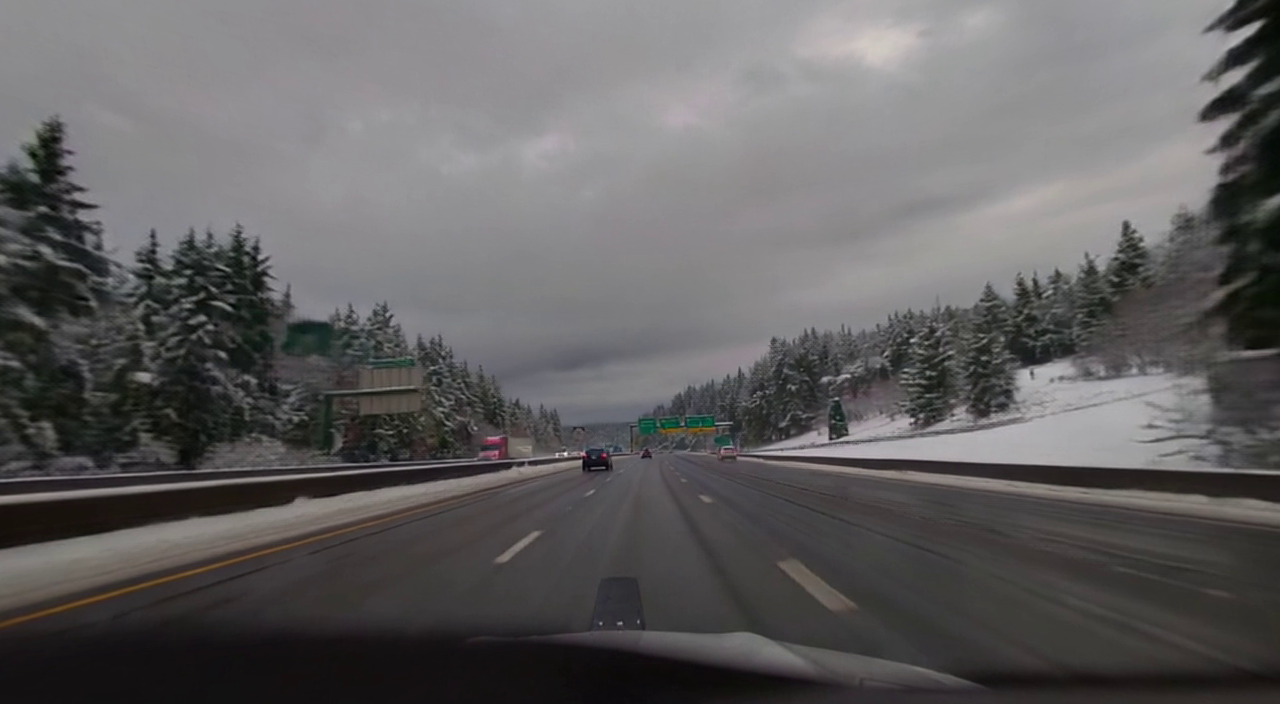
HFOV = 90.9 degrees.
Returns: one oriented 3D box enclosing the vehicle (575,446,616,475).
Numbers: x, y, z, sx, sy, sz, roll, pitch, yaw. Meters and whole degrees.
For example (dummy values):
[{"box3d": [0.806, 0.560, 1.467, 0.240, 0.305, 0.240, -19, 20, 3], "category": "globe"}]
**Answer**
[{"box3d": [-2.677, 6.684, 39.019, 2.086, 1.650, 4.122, -1, -9, 2], "category": "vehicle"}]
